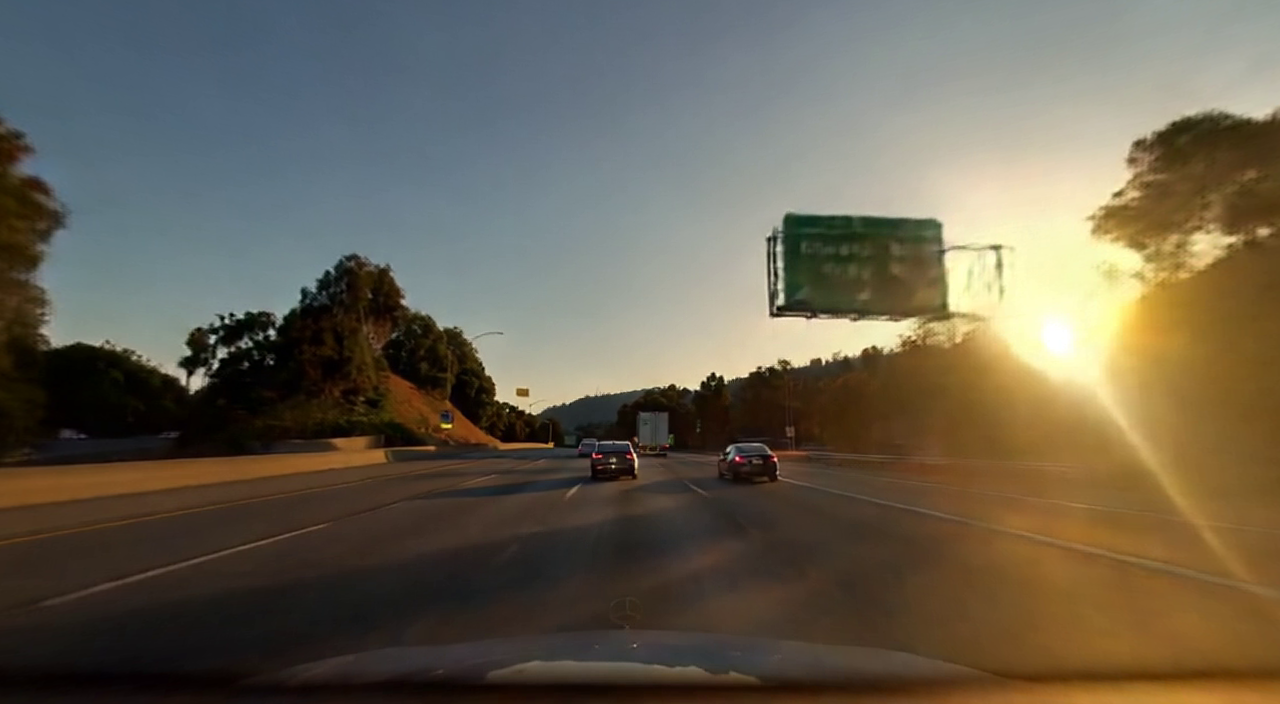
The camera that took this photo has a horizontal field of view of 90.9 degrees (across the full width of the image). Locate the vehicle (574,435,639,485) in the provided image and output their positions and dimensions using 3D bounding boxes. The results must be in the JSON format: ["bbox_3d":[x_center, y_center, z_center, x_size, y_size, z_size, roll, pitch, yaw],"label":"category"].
[{"bbox_3d":[-1.069,3.628,21.441,2.020,1.516,3.951,0,-8,-1],"label":"vehicle"}]

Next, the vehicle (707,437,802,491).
[{"bbox_3d":[3.424,3.432,19.710,1.971,1.472,4.301,0,-8,-2],"label":"vehicle"}]
